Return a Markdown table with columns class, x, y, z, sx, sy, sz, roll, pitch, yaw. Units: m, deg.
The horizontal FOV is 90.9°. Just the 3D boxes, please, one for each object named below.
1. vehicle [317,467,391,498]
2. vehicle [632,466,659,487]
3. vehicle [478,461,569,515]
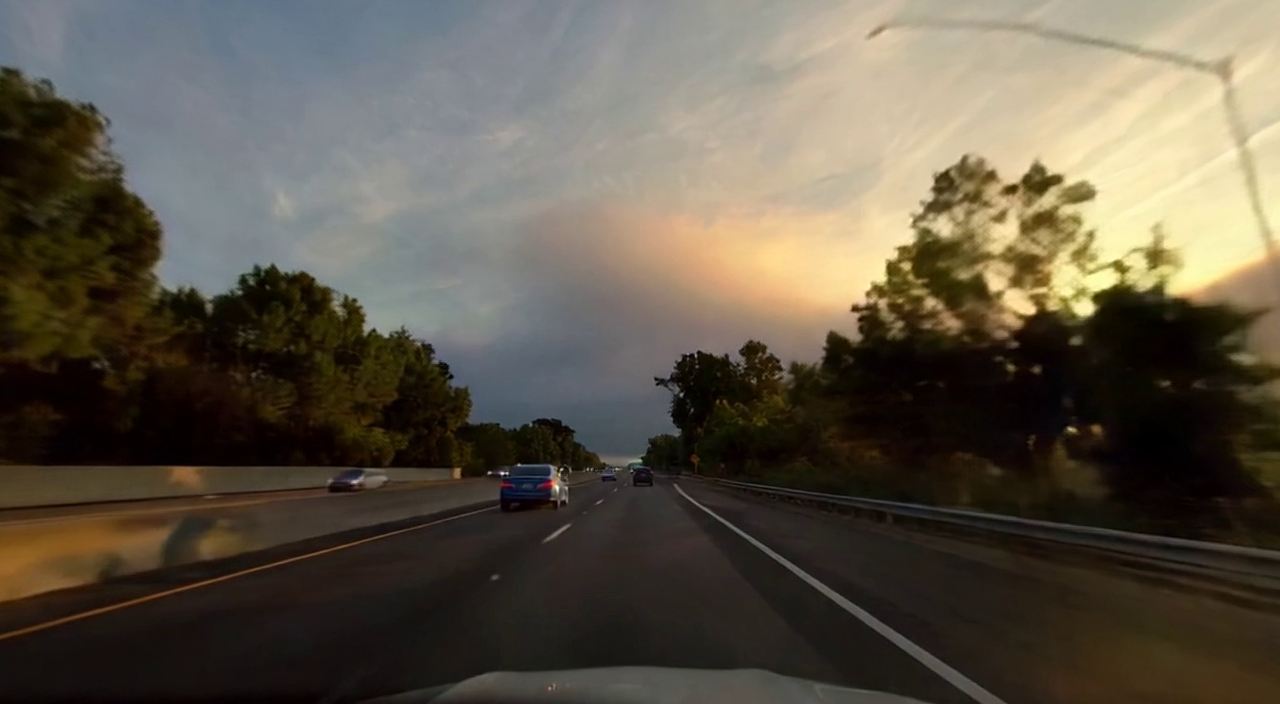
| class | x | y | z | sx | sy | sz | roll | pitch | yaw |
| --- | --- | --- | --- | --- | --- | --- | --- | --- | --- |
| vehicle | -15.856 | 7.256 | 35.246 | 1.906 | 1.521 | 4.727 | 1 | -11 | 0 |
| vehicle | 0.449 | 9.840 | 49.850 | 2.065 | 1.596 | 3.869 | 1 | -11 | 1 |
| vehicle | -3.623 | 4.355 | 20.478 | 2.047 | 1.523 | 4.279 | 0 | -11 | 1 |
